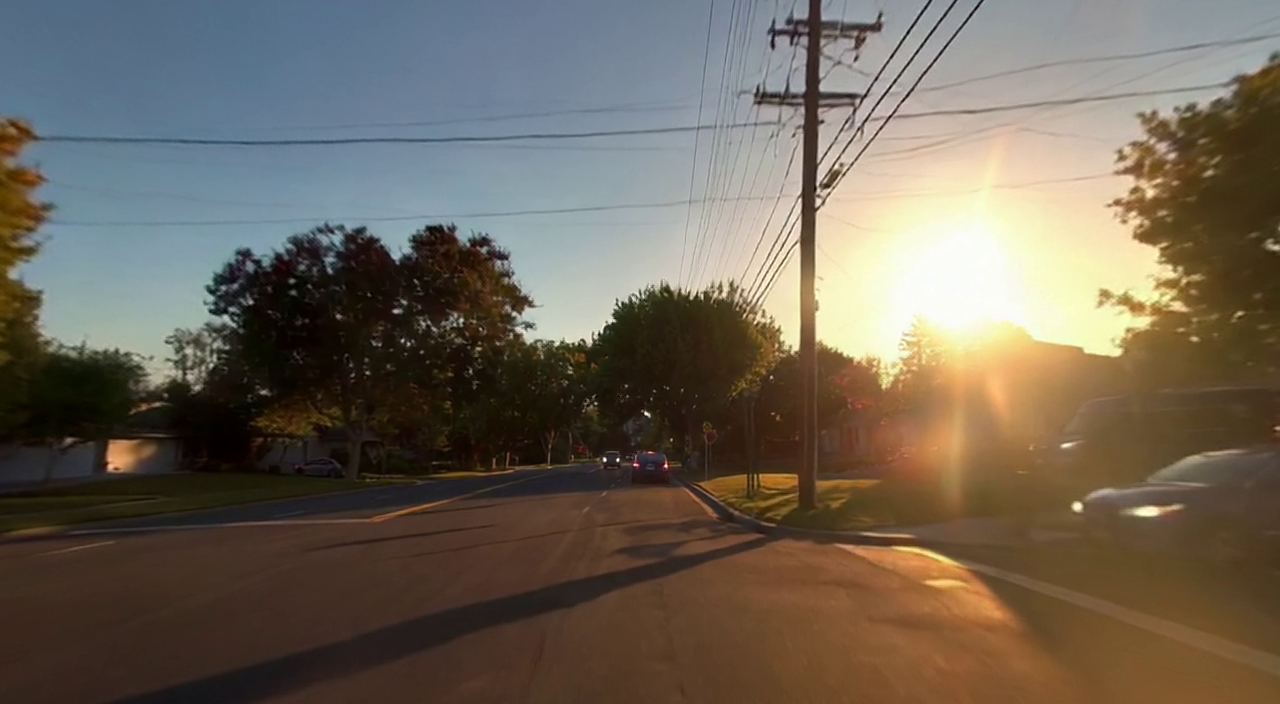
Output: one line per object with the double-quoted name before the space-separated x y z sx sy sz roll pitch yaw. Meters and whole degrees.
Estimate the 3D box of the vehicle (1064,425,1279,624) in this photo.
"vehicle" 6.759 1.419 5.606 4.543 1.472 1.830 0 -9 3

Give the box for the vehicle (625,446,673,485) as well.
"vehicle" 0.433 5.378 30.178 2.120 1.718 3.909 0 -9 1

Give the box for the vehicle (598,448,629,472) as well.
"vehicle" -2.017 8.411 49.103 2.157 1.765 4.303 0 -9 2
